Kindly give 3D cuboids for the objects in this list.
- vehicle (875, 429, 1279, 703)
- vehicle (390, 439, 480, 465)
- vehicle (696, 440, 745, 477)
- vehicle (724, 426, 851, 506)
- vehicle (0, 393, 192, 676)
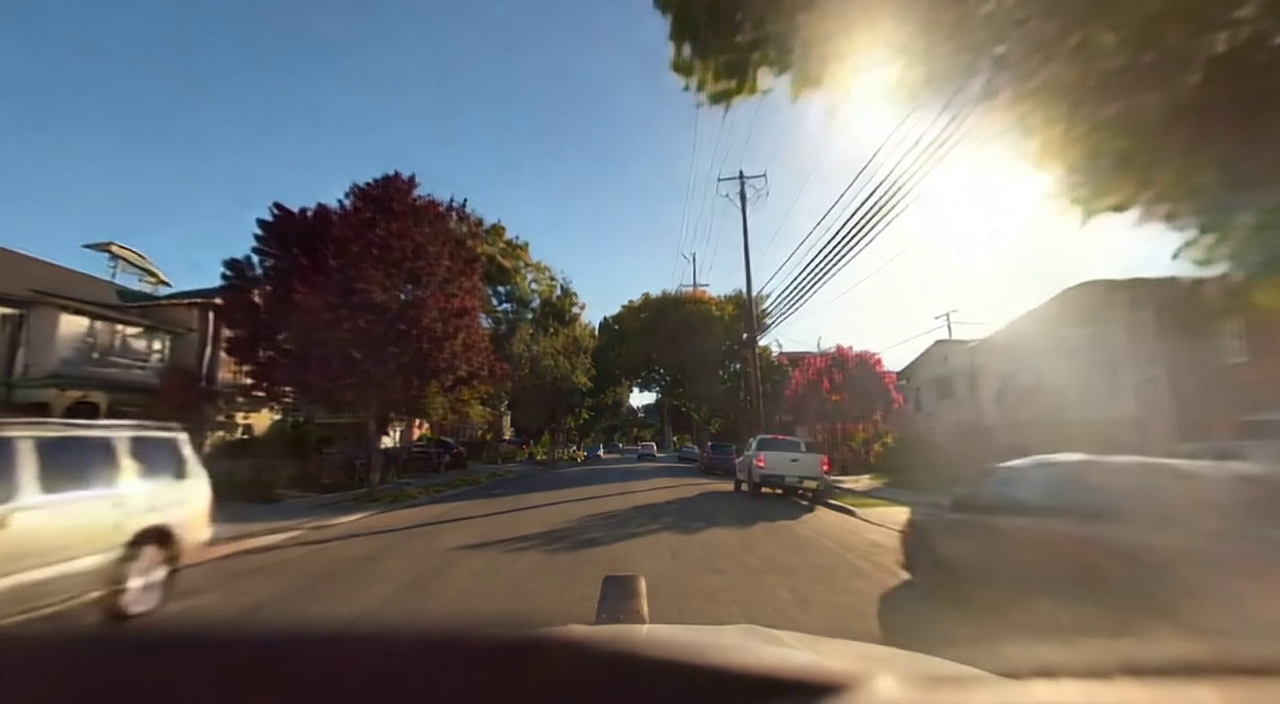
[{"bbox_3d":[3.512,1.315,4.234,2.008,1.482,4.891,0,-9,0],"label":"vehicle"},{"bbox_3d":[-12.492,6.120,38.772,4.792,1.521,2.077,-1,-9,1],"label":"vehicle"},{"bbox_3d":[4.035,5.433,32.465,2.066,1.753,4.877,-1,-9,2],"label":"vehicle"},{"bbox_3d":[3.764,3.043,17.215,2.280,1.820,5.001,0,-9,0],"label":"vehicle"},{"bbox_3d":[-5.031,1.065,3.409,2.103,1.731,4.197,-1,-9,0],"label":"vehicle"}]
